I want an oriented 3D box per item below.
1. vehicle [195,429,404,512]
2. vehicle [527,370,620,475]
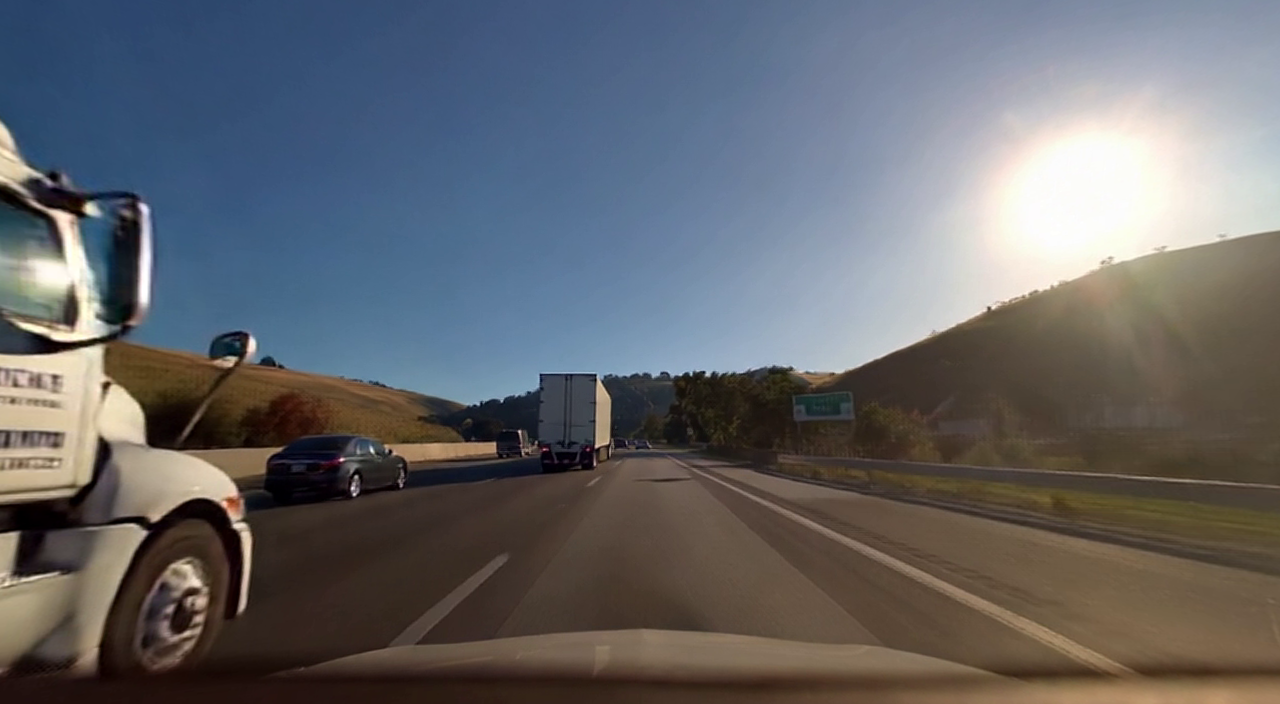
[{"bbox_3d":[-7.023,2.468,13.712,1.911,1.494,4.555,0,-8,1],"label":"vehicle"},{"bbox_3d":[-2.995,4.068,34.327,3.202,4.352,16.251,0,-8,0],"label":"vehicle"}]
